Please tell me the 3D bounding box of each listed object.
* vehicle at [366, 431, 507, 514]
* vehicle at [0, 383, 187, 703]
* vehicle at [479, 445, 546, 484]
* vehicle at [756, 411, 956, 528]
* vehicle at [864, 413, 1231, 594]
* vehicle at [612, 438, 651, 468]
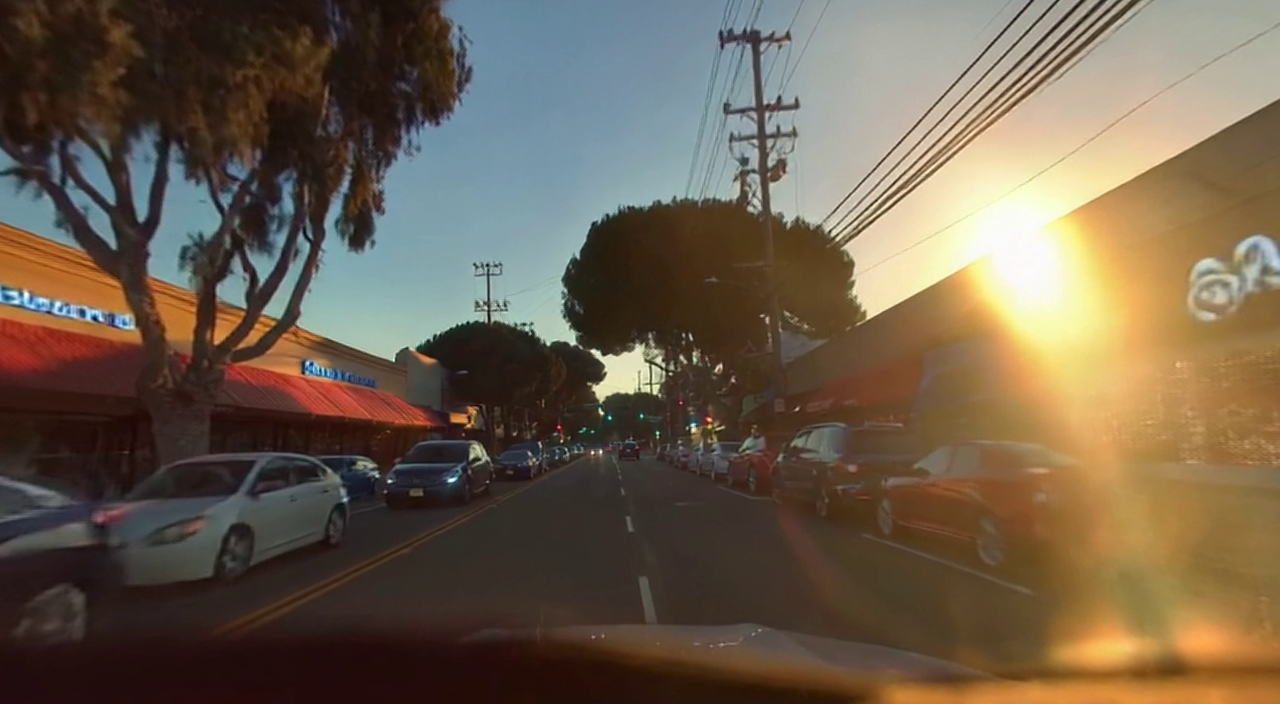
[{"bbox_3d":[-5.111,3.079,16.781,2.341,1.825,4.924,0,-8,-3],"label":"vehicle"},{"bbox_3d":[-4.477,0.896,2.134,2.343,1.788,5.038,0,-8,-3],"label":"vehicle"},{"bbox_3d":[-5.327,4.758,27.043,2.053,1.485,4.540,0,-8,-2],"label":"vehicle"},{"bbox_3d":[4.211,2.401,13.506,2.243,1.992,5.087,0,-8,-3],"label":"vehicle"},{"bbox_3d":[4.654,1.751,8.158,1.882,1.704,4.055,0,-8,-2],"label":"vehicle"},{"bbox_3d":[-0.641,6.935,43.597,2.440,1.882,4.611,0,-8,-4],"label":"vehicle"}]
